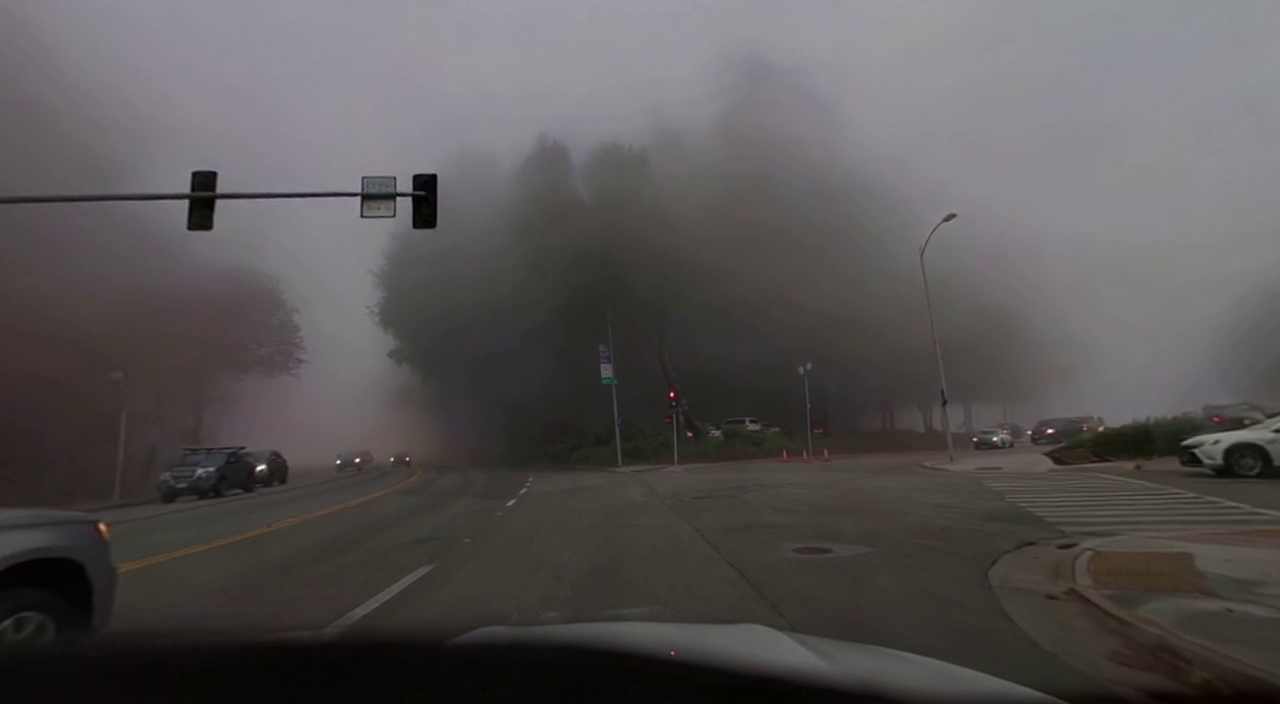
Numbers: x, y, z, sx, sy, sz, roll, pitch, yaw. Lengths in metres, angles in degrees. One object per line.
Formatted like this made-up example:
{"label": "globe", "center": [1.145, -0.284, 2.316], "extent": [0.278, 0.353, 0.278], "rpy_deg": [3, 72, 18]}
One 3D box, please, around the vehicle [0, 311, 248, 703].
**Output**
{"label": "vehicle", "center": [-3.540, 0.589, 1.320], "extent": [2.134, 1.799, 5.082], "rpy_deg": [0, -9, 0]}

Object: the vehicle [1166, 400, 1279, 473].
{"label": "vehicle", "center": [17.089, 2.177, 16.278], "extent": [4.857, 1.803, 2.147], "rpy_deg": [-4, -10, 24]}

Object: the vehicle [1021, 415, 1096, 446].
{"label": "vehicle", "center": [27.644, 5.205, 41.732], "extent": [4.523, 1.908, 1.930], "rpy_deg": [3, -9, -25]}

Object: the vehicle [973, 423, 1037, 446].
{"label": "vehicle", "center": [26.142, 5.918, 45.252], "extent": [3.966, 1.585, 1.921], "rpy_deg": [4, -10, -26]}
